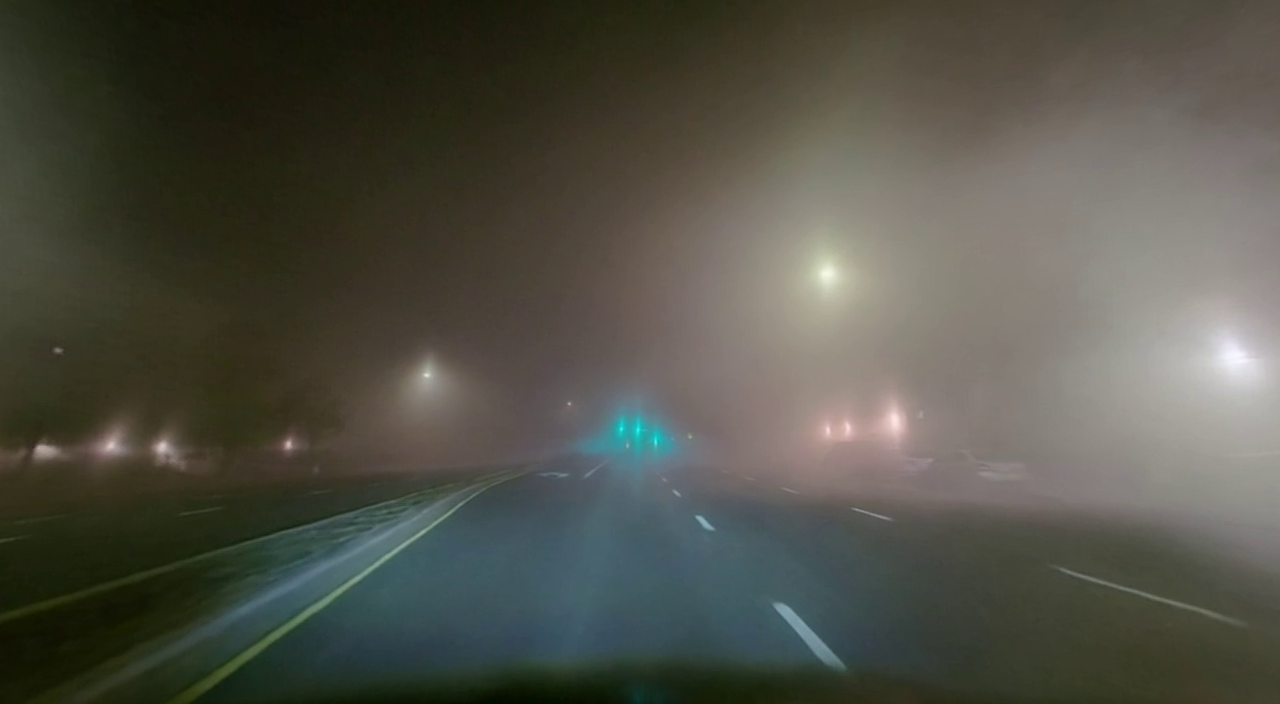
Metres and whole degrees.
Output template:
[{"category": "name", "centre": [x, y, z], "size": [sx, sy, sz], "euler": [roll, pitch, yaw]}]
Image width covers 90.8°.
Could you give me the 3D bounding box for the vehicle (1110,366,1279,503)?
[{"category": "vehicle", "centre": [17.075, 2.171, 16.678], "size": [6.927, 3.298, 2.751], "euler": [0, -9, 0]}]

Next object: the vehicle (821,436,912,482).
[{"category": "vehicle", "centre": [9.984, 4.734, 28.319], "size": [2.092, 1.848, 4.879], "euler": [0, -9, -2]}]

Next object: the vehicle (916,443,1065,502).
[{"category": "vehicle", "centre": [10.291, 3.537, 18.979], "size": [1.931, 1.565, 4.043], "euler": [1, -9, -4]}]
